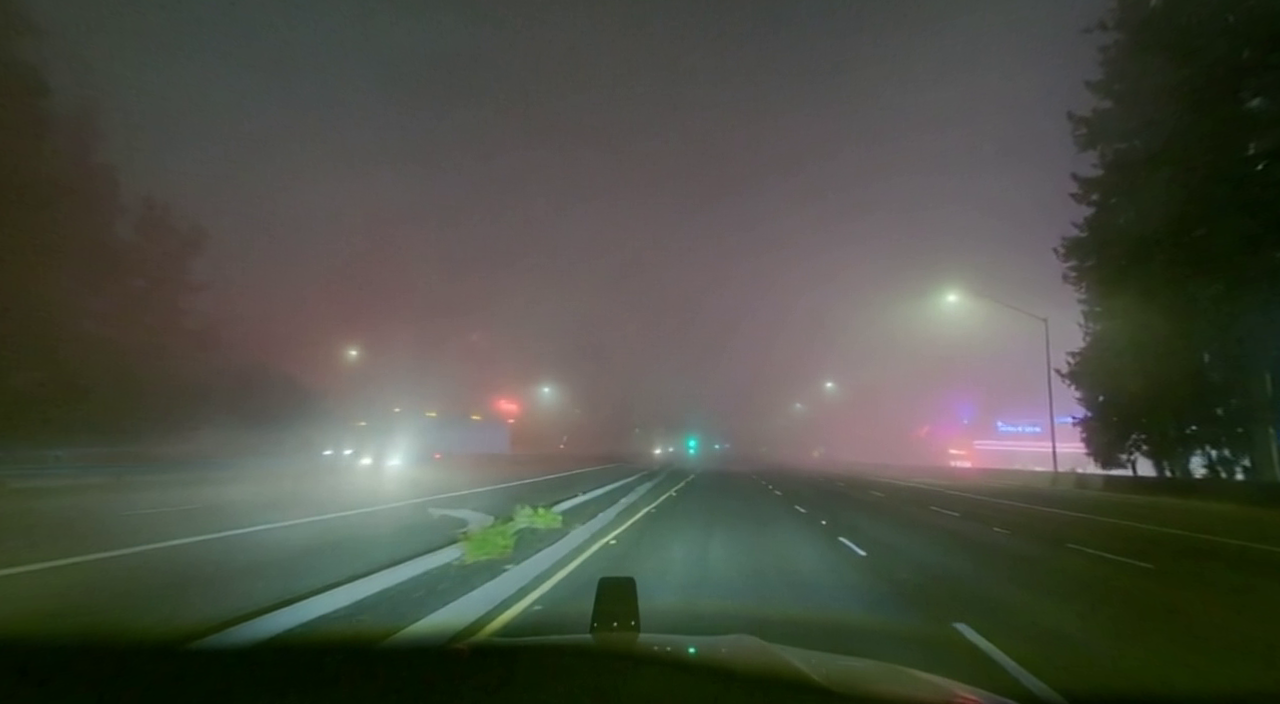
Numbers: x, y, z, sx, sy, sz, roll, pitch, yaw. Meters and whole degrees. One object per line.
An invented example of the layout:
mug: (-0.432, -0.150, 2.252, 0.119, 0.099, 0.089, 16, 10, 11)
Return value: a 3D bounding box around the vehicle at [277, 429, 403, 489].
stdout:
vehicle: (-9.711, 3.493, 20.838, 1.932, 1.781, 3.906, -1, -9, 5)
